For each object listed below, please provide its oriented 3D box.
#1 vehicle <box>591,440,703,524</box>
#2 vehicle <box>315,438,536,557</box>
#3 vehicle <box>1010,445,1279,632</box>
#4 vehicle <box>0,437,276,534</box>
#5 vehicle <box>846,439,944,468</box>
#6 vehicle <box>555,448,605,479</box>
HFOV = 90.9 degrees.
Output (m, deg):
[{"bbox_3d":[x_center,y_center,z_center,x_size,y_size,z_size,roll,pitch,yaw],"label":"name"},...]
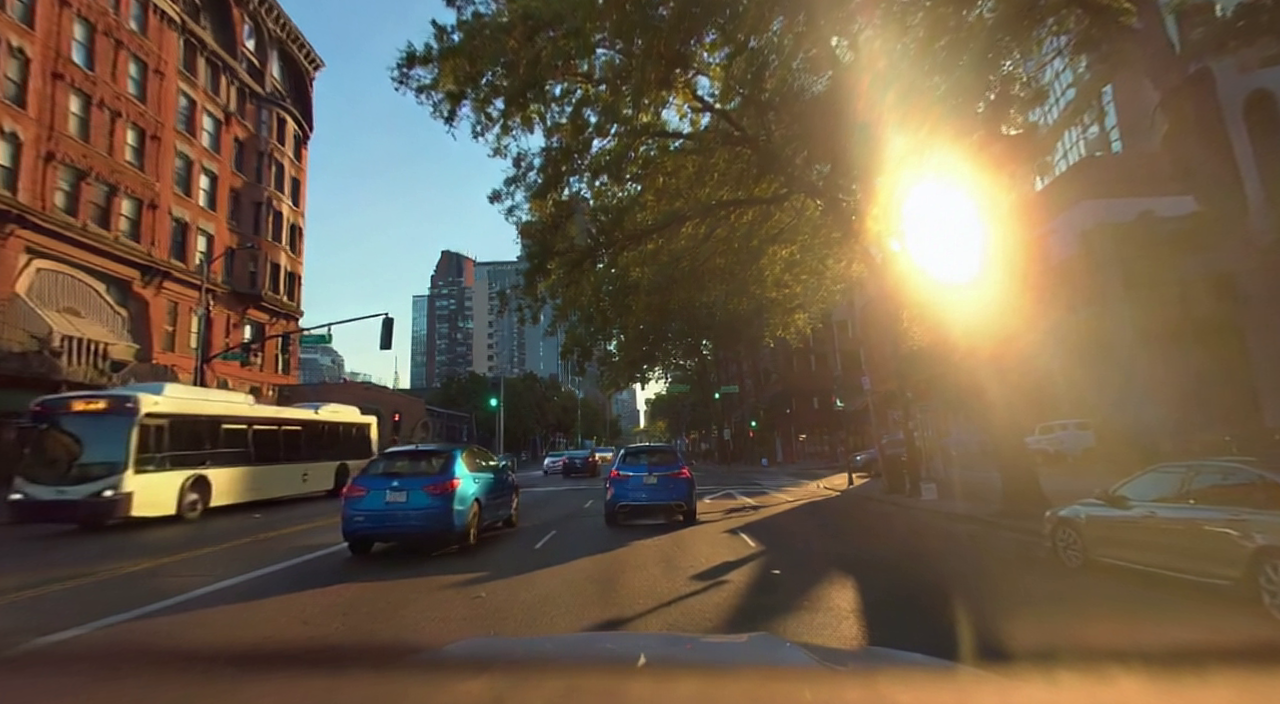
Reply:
[{"bbox_3d":[0.088,2.633,13.258,2.022,1.481,3.564,0,-9,-1],"label":"vehicle"},{"bbox_3d":[-3.098,2.202,10.320,1.970,1.492,4.534,0,-9,1],"label":"vehicle"},{"bbox_3d":[5.987,1.661,6.210,1.873,1.453,4.579,0,-9,0],"label":"vehicle"},{"bbox_3d":[-10.323,2.734,13.551,2.252,1.701,4.404,0,-9,1],"label":"vehicle"},{"bbox_3d":[16.424,6.562,40.780,5.345,1.811,2.175,0,-9,-1],"label":"vehicle"},{"bbox_3d":[-3.015,5.713,32.538,2.131,1.486,4.089,0,-9,0],"label":"vehicle"}]
